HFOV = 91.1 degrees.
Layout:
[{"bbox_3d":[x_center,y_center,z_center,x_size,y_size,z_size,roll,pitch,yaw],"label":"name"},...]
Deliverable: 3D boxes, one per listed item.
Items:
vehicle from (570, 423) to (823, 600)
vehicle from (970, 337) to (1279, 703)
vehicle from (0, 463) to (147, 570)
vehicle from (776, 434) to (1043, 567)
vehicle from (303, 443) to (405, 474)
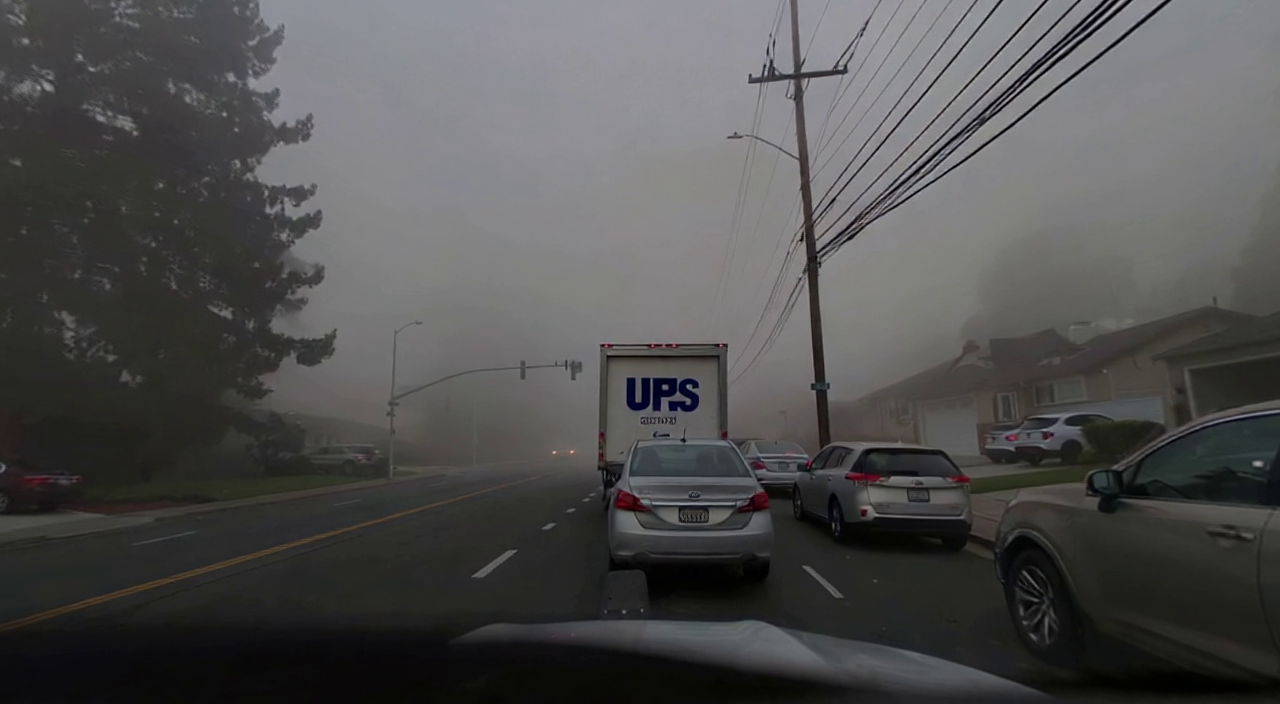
[{"bbox_3d":[0.480,1.692,7.619,2.158,1.499,4.377,0,-8,0],"label":"vehicle"},{"bbox_3d":[3.309,0.772,1.926,2.069,1.722,4.888,0,-8,2],"label":"vehicle"},{"bbox_3d":[-10.350,2.489,9.485,1.925,1.482,4.753,0,-8,0],"label":"vehicle"},{"bbox_3d":[3.512,2.006,9.344,1.993,1.479,4.487,0,-8,0],"label":"vehicle"},{"bbox_3d":[-17.411,6.477,38.313,5.274,1.793,1.921,0,-8,3],"label":"vehicle"}]
